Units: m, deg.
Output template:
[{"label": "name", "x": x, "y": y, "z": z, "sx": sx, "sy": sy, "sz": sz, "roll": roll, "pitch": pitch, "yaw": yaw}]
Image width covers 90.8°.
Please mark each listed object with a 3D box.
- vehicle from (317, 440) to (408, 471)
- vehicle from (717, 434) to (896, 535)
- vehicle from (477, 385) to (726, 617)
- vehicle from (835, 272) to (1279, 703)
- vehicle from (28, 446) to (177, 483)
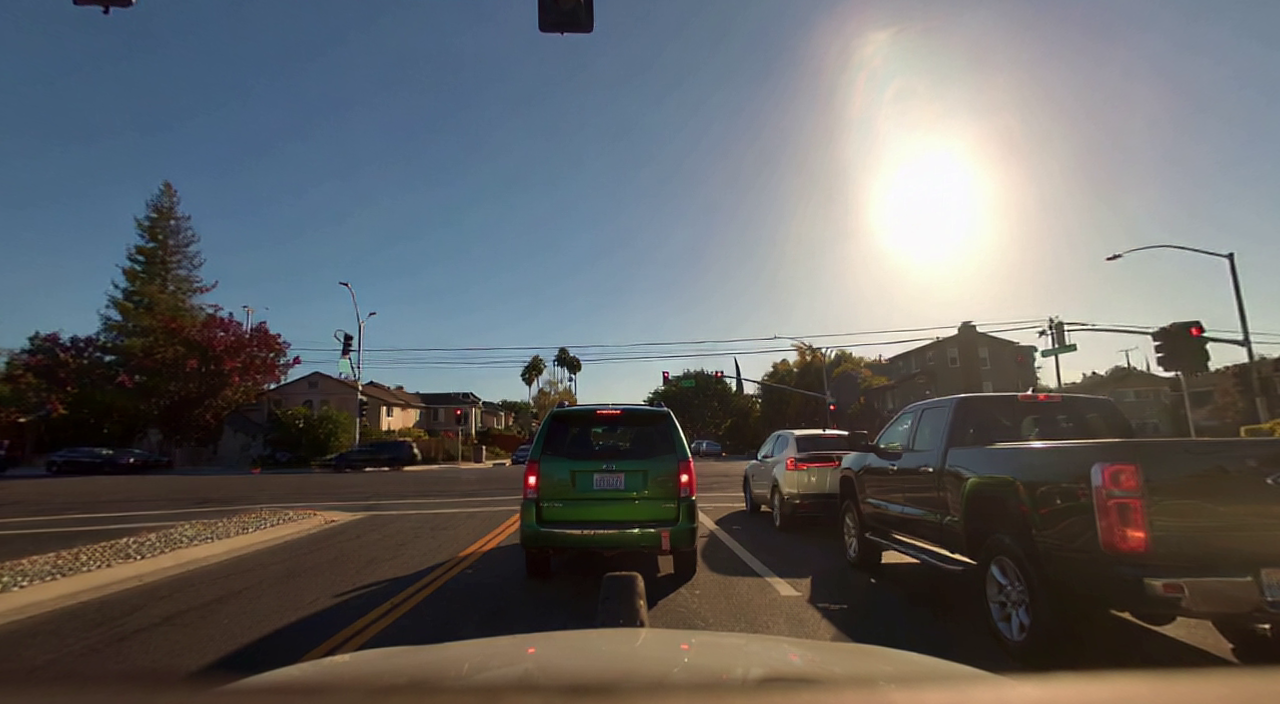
[{"label": "vehicle", "x": -15.565, "y": 5.817, "z": 35.613, "sx": 4.289, "sy": 1.672, "sz": 1.864, "roll": 1, "pitch": -8, "yaw": -9}, {"label": "vehicle", "x": 2.718, "y": 2.266, "z": 11.532, "sx": 1.952, "sy": 1.465, "sz": 4.421, "roll": 0, "pitch": -8, "yaw": -2}, {"label": "vehicle", "x": -0.264, "y": 1.393, "z": 6.650, "sx": 1.915, "sy": 1.780, "sz": 3.379, "roll": 0, "pitch": -8, "yaw": 1}, {"label": "vehicle", "x": 2.987, "y": 0.946, "z": 3.892, "sx": 1.886, "sy": 1.849, "sz": 5.070, "roll": 0, "pitch": -8, "yaw": -1}, {"label": "vehicle", "x": -22.891, "y": 4.790, "z": 27.068, "sx": 4.533, "sy": 1.350, "sz": 1.714, "roll": 0, "pitch": -7, "yaw": -9}]
